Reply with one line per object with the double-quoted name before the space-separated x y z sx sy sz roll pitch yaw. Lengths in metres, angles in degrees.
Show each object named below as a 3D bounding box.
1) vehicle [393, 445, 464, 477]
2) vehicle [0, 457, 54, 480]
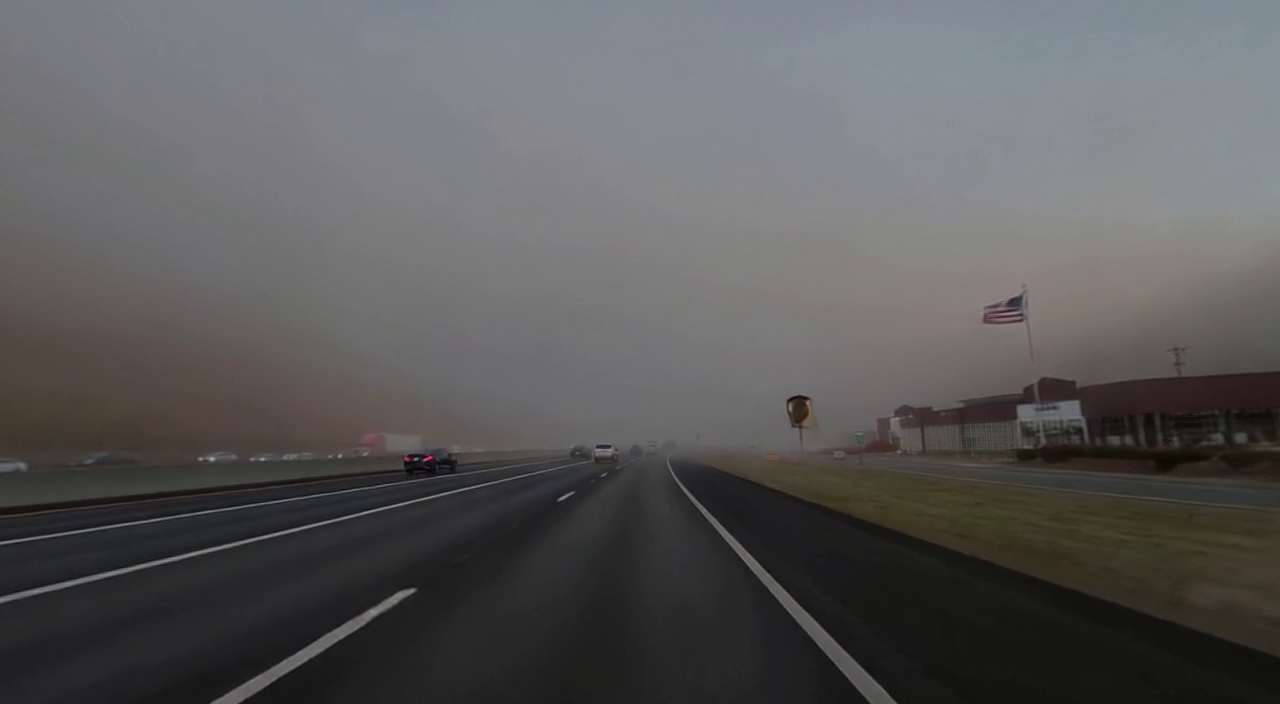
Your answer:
"vehicle" -10.724 5.536 32.345 1.927 1.454 4.395 -1 -8 2
"vehicle" -41.843 7.755 42.082 1.663 1.425 3.819 0 -8 1
